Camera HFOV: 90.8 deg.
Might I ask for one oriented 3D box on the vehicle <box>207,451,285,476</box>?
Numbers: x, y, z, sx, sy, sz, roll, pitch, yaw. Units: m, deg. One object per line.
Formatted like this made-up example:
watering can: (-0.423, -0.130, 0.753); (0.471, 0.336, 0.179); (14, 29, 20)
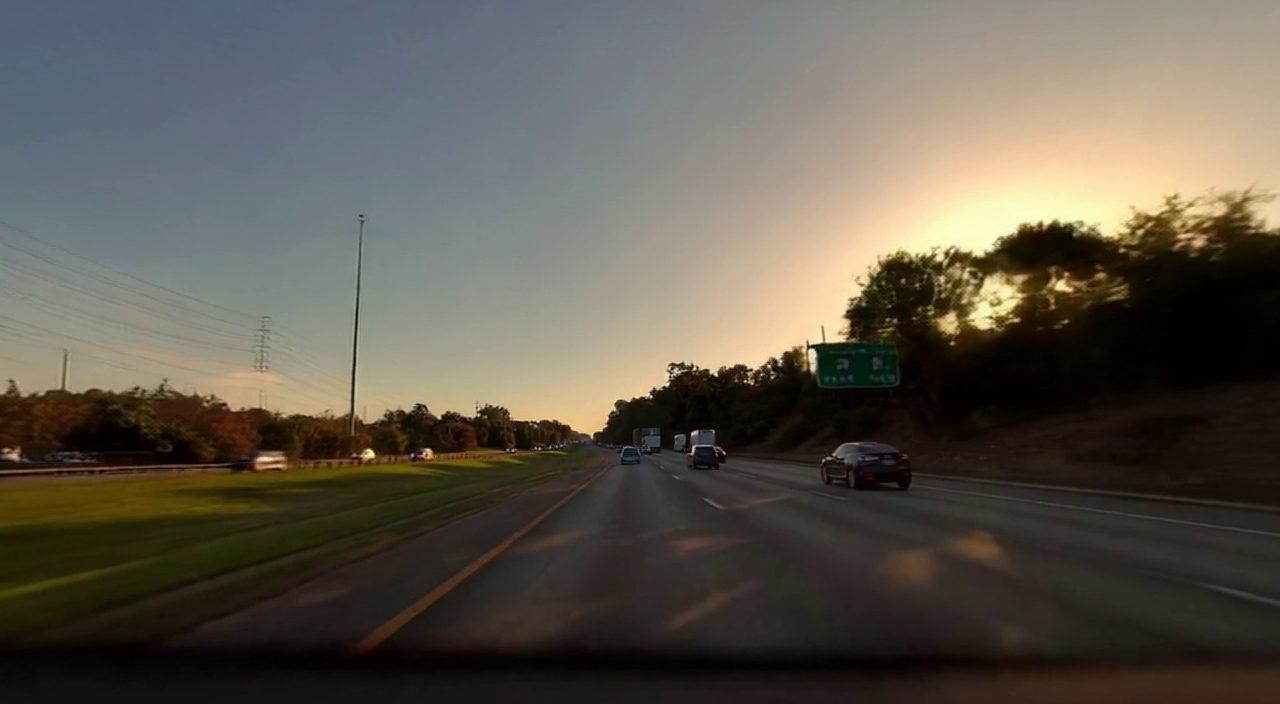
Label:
vehicle: (-24.867, 7.025, 40.068); (1.879, 1.468, 4.713); (0, -8, 1)

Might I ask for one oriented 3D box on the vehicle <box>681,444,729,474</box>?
vehicle: (3.403, 5.705, 33.871); (1.978, 1.488, 4.252); (0, -8, -1)

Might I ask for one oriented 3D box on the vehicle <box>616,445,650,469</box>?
vehicle: (-0.433, 6.812, 41.232); (2.085, 1.449, 3.860); (0, -8, 0)

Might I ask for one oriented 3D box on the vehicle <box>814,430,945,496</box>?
vehicle: (7.242, 3.398, 19.738); (2.114, 1.800, 4.779); (0, -8, -1)
